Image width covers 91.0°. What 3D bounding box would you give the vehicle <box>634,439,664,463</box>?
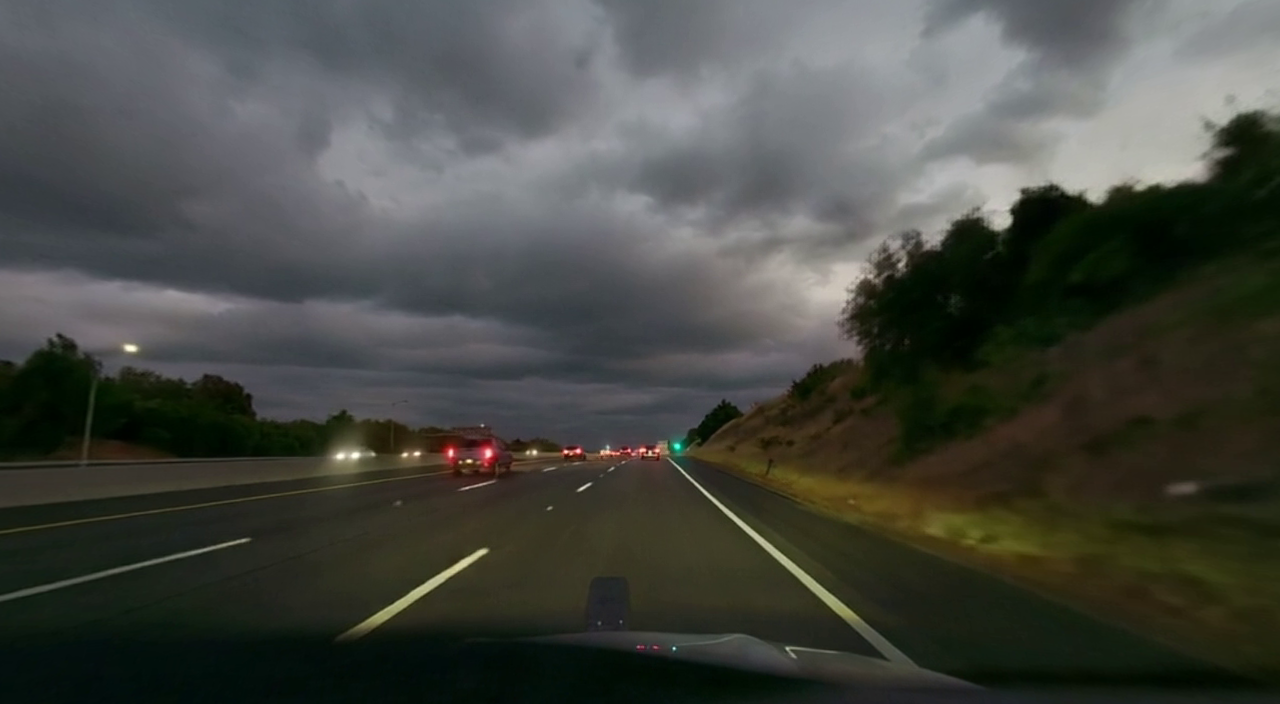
[{"bbox_3d":[0.693,7.416,47.222,2.141,1.706,4.065,0,-8,1],"label":"vehicle"}]

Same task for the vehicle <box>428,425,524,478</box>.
[{"bbox_3d":[-6.658,4.143,26.381,2.438,1.967,5.596,0,-8,1],"label":"vehicle"}]
